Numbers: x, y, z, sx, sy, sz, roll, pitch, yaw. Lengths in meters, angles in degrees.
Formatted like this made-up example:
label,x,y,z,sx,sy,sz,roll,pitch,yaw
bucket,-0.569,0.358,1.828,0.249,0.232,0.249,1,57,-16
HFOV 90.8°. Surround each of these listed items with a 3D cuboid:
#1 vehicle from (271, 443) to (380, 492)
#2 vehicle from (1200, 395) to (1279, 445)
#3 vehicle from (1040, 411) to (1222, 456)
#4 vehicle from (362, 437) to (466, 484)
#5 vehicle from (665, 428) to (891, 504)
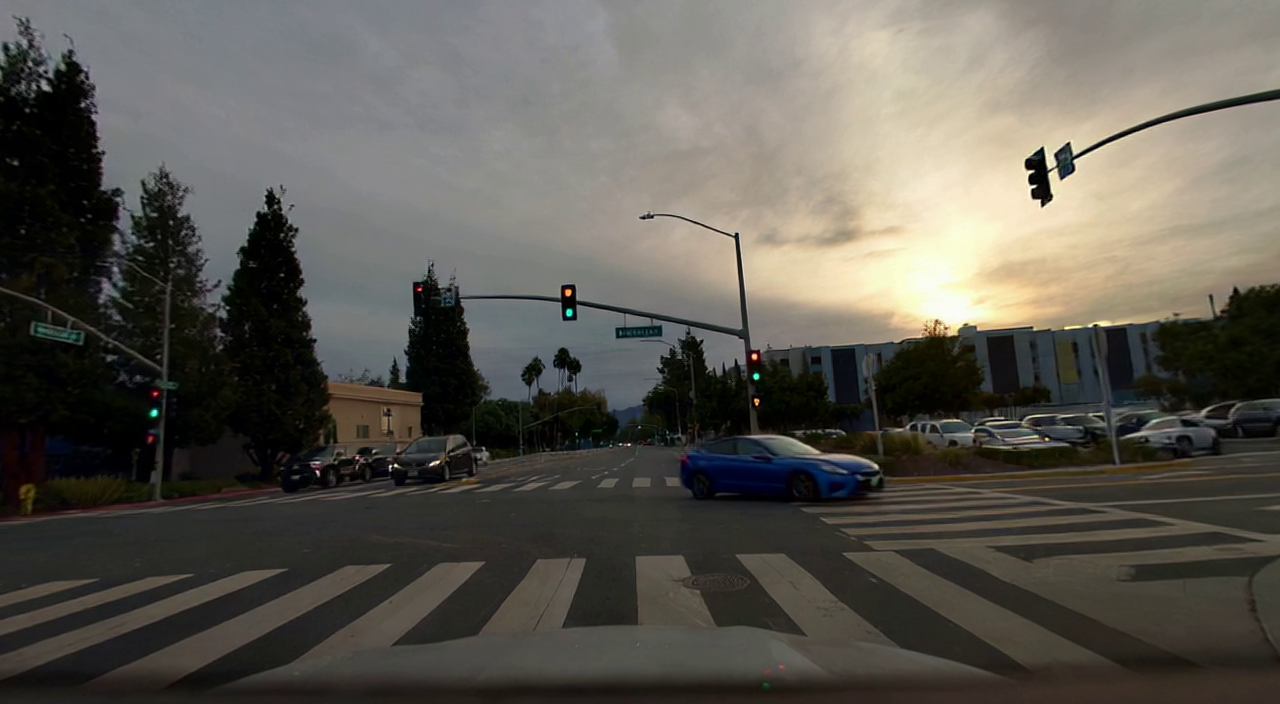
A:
label,x,y,z,sx,sy,sz,roll,pitch,yaw
vehicle,-13.761,5.063,28.070,2.306,1.957,4.968,0,-9,-1
vehicle,25.216,2.884,25.880,2.098,1.857,4.861,-5,-10,27
vehicle,16.955,2.900,22.100,4.560,1.453,1.851,-3,-9,18
vehicle,-10.129,4.922,28.984,2.664,1.940,5.702,0,-9,0
vehicle,3.088,2.560,14.506,4.592,1.470,2.071,-6,-10,32
